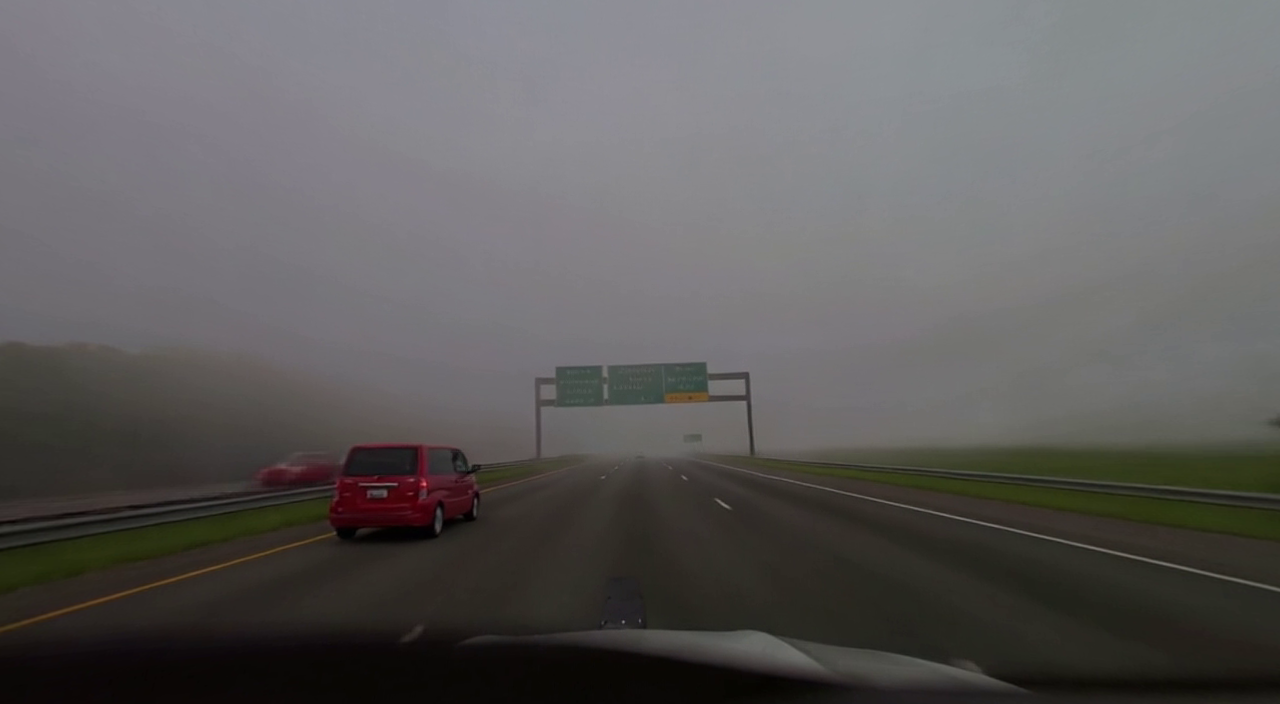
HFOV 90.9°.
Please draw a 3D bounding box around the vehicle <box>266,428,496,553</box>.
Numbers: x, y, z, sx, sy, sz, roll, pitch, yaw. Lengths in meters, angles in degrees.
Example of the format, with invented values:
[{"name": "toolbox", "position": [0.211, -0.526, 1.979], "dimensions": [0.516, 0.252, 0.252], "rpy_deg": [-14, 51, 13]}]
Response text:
[{"name": "vehicle", "position": [-3.622, 2.004, 9.741], "dimensions": [1.815, 1.500, 4.036], "rpy_deg": [0, -9, 0]}]
